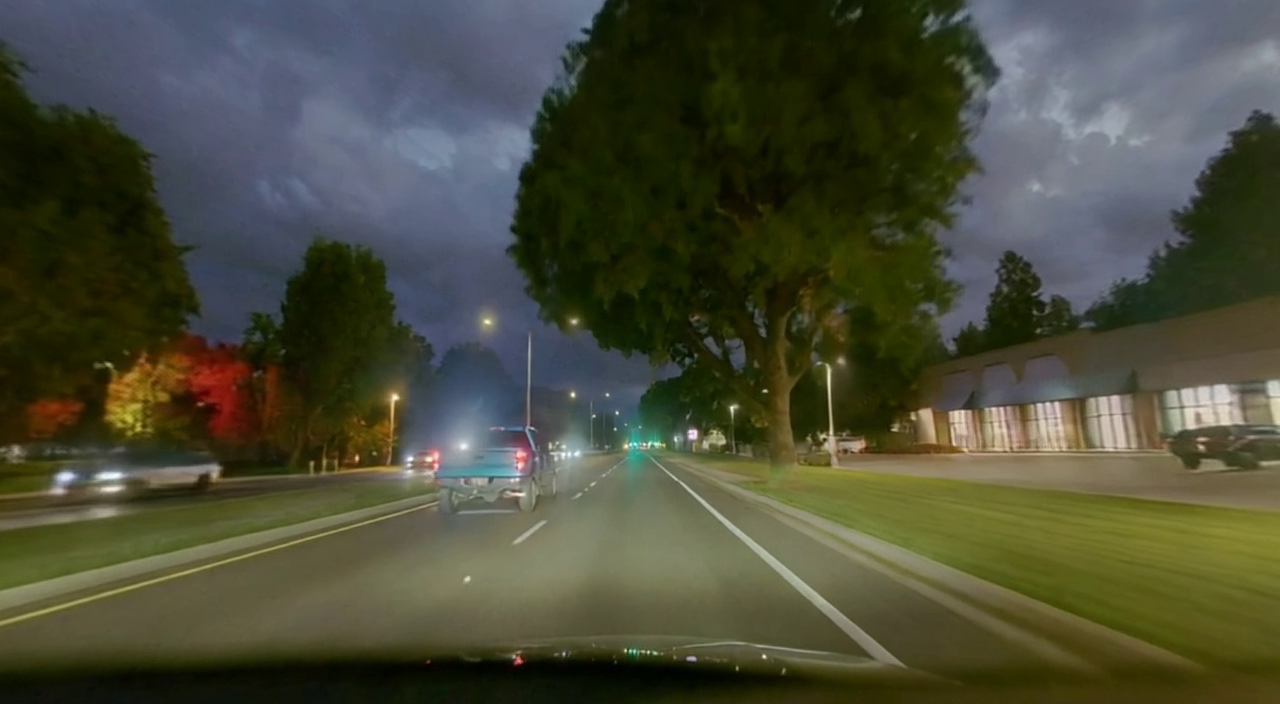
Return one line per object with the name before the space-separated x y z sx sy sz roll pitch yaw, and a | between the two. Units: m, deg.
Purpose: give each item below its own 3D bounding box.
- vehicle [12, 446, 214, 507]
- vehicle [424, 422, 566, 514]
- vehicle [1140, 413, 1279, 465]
vehicle | -14.355 3.366 17.566 1.813 1.476 4.406 0 -9 0
vehicle | -3.193 2.700 15.208 2.065 1.790 5.417 0 -8 1
vehicle | 25.866 3.695 26.781 6.906 2.001 2.514 -1 -9 -1
